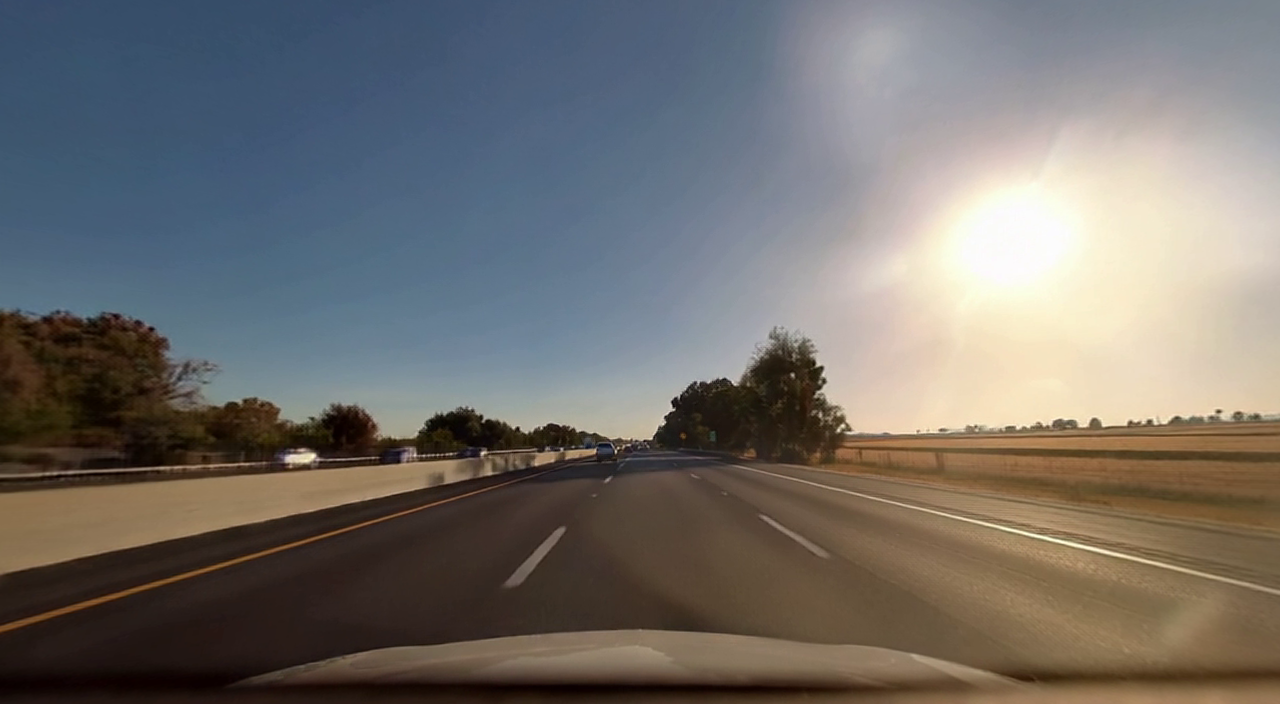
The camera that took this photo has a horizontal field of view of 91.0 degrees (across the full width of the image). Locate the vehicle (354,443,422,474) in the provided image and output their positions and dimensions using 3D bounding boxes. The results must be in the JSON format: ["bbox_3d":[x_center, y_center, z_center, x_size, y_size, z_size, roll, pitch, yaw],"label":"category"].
[{"bbox_3d":[-16.296,6.896,41.066,2.103,1.793,5.213,-3,-8,2],"label":"vehicle"}]
